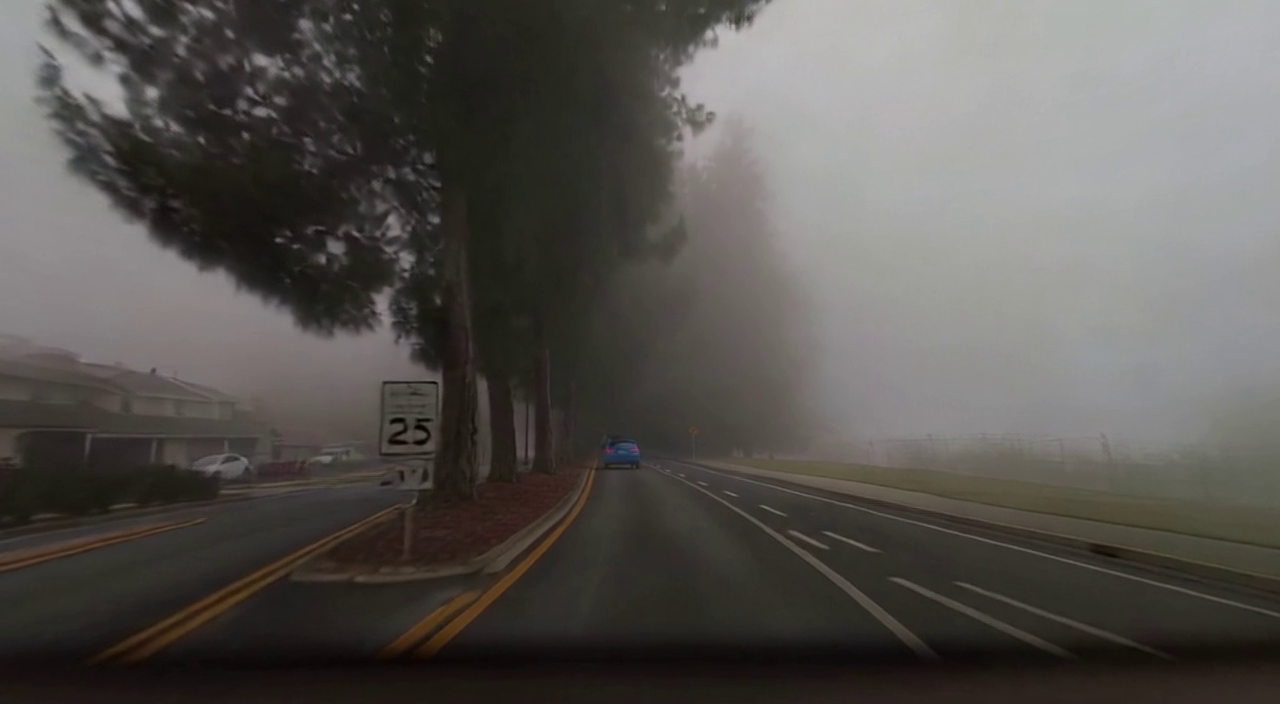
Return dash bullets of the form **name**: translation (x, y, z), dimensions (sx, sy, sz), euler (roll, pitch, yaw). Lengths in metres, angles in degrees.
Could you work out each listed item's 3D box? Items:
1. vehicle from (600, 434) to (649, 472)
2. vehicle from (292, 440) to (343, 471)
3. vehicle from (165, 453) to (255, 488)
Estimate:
- **vehicle**: translation (-0.829, 4.971, 31.168), dimensions (2.216, 1.708, 4.110), euler (1, -9, -4)
- **vehicle**: translation (-23.718, 7.616, 46.709), dimensions (2.076, 2.085, 5.241), euler (4, -9, -13)
- **vehicle**: translation (-20.897, 5.743, 30.951), dimensions (1.792, 1.471, 4.511), euler (2, -9, -8)
